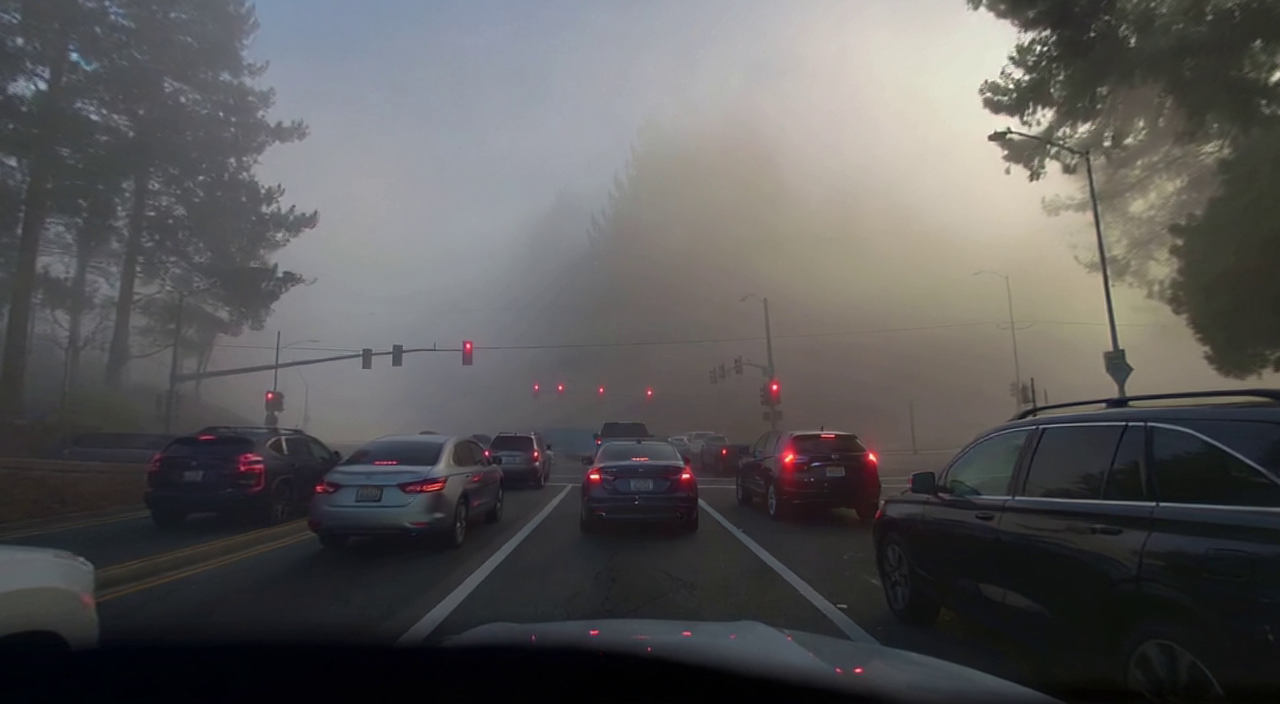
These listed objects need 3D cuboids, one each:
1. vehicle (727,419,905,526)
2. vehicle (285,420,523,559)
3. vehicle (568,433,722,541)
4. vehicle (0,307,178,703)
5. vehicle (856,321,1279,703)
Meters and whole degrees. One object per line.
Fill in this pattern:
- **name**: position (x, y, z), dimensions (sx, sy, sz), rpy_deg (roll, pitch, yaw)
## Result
- **vehicle**: position (3.070, 2.201, 12.028), dimensions (2.106, 1.667, 4.101), rpy_deg (0, -8, -1)
- **vehicle**: position (-3.069, 1.876, 9.335), dimensions (1.896, 1.546, 4.378), rpy_deg (0, -8, -1)
- **vehicle**: position (-0.007, 2.102, 10.427), dimensions (2.076, 1.438, 3.770), rpy_deg (0, -8, -2)
- **vehicle**: position (-3.210, 0.498, 0.609), dimensions (2.079, 1.756, 4.676), rpy_deg (0, -8, -2)
- **vehicle**: position (3.145, 0.988, 3.742), dimensions (2.074, 1.685, 4.387), rpy_deg (0, -8, -1)
